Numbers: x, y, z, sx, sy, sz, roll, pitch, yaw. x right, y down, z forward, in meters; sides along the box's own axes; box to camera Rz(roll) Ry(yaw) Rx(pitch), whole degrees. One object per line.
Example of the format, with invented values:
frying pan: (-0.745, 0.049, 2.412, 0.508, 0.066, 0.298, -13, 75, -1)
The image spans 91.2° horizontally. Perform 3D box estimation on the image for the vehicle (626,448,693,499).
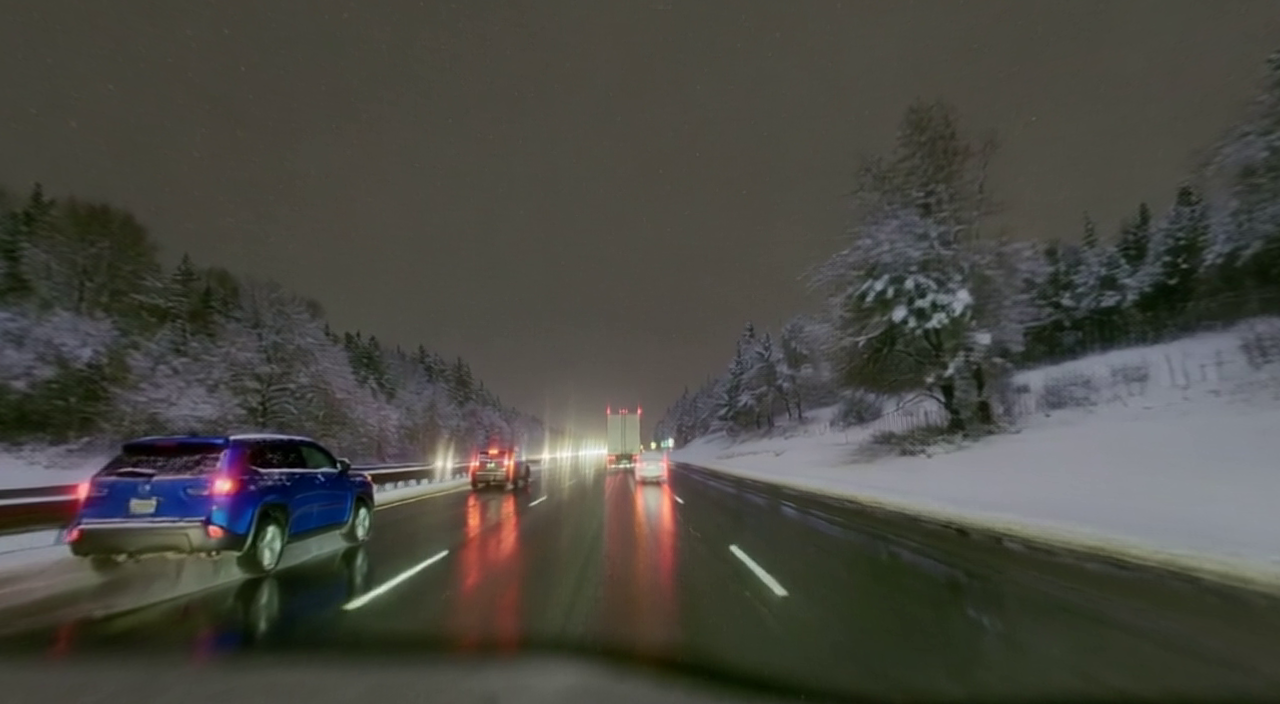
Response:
vehicle: (0.542, 3.962, 20.832, 2.026, 1.489, 4.045, 0, -9, -1)

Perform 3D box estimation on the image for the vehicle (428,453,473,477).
vehicle: (-14.144, 8.405, 46.994, 2.014, 1.643, 4.585, 0, -9, -1)

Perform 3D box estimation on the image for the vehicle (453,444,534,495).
vehicle: (-5.258, 4.257, 23.071, 2.035, 1.664, 4.064, 0, -9, 0)

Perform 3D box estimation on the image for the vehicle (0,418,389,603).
vehicle: (-5.051, 1.778, 7.886, 2.100, 1.671, 4.105, 0, -9, -1)

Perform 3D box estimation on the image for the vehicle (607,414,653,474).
vehicle: (-0.850, 7.087, 48.059, 3.113, 4.066, 10.786, 0, -9, -2)
